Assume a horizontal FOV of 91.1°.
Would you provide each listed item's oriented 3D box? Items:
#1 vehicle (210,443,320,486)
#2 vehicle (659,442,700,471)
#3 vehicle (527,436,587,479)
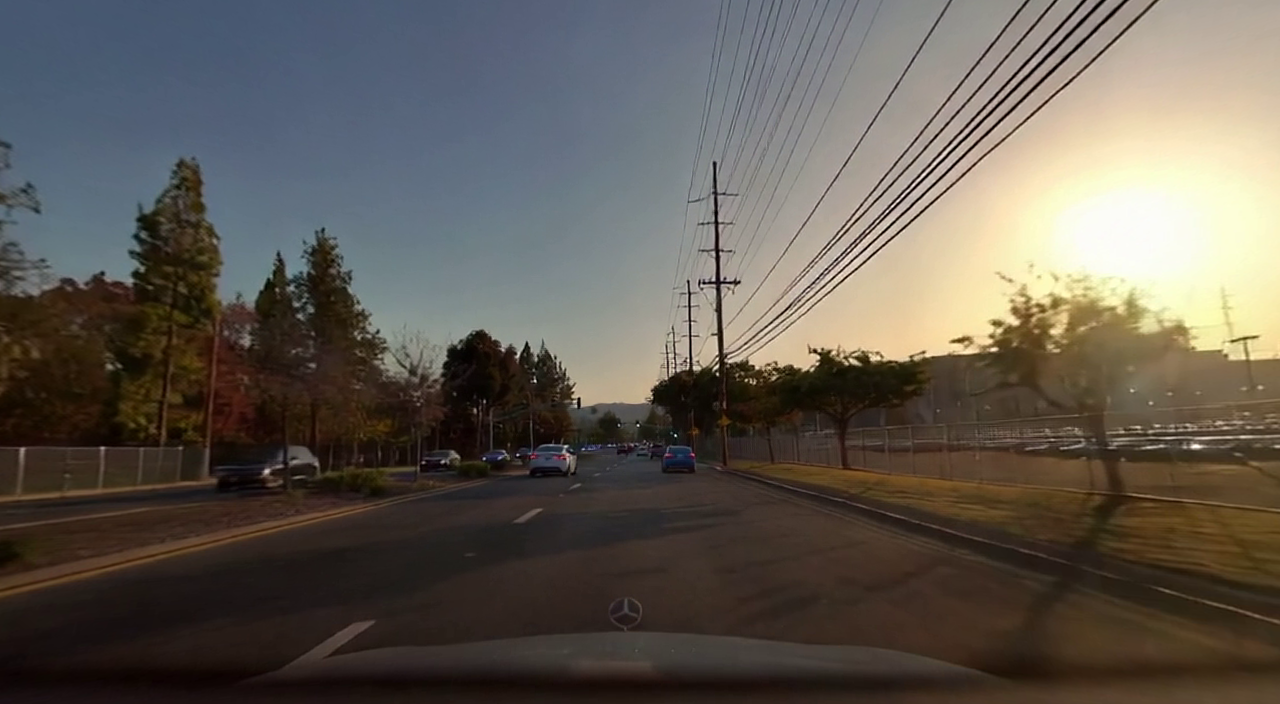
[{"bbox_3d":[-16.586,4.959,28.082,2.073,1.715,4.524,0,-8,1],"label":"vehicle"},{"bbox_3d":[2.102,5.756,34.803,2.059,1.486,3.980,0,-8,0],"label":"vehicle"},{"bbox_3d":[-3.528,4.561,27.458,1.950,1.692,4.397,0,-8,1],"label":"vehicle"}]
